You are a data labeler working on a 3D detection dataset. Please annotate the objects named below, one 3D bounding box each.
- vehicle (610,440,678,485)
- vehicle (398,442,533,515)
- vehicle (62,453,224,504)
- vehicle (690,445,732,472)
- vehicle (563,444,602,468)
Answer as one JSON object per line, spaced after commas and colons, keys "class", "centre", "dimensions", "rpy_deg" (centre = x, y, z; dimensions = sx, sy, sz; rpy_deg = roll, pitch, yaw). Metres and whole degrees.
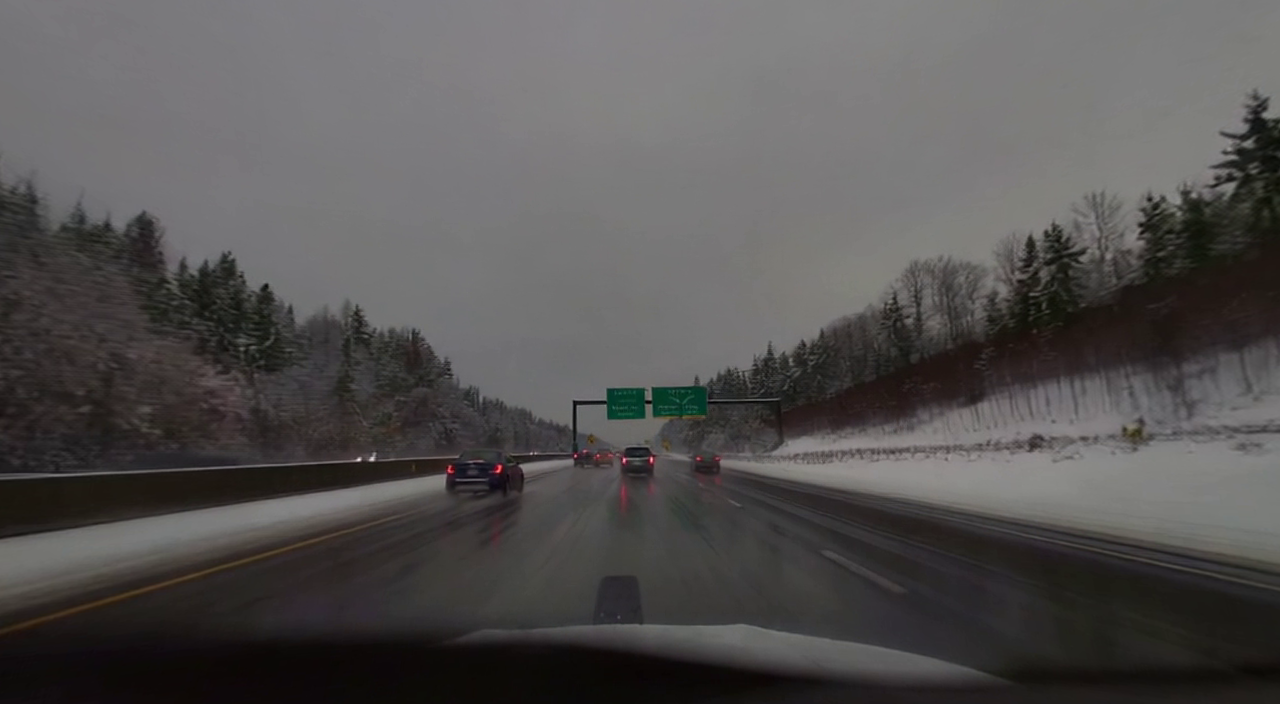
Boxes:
{"class": "vehicle", "centre": [0.146, 4.584, 26.289], "dimensions": [2.634, 1.679, 4.070], "rpy_deg": [0, -9, -1]}
{"class": "vehicle", "centre": [-3.943, 2.932, 14.977], "dimensions": [2.017, 1.469, 4.113], "rpy_deg": [0, -9, 0]}
{"class": "vehicle", "centre": [-17.966, 4.555, 23.044], "dimensions": [2.003, 1.593, 4.777], "rpy_deg": [0, -9, 0]}
{"class": "vehicle", "centre": [4.314, 6.579, 38.825], "dimensions": [2.035, 1.571, 4.413], "rpy_deg": [0, -9, 0]}
{"class": "vehicle", "centre": [-4.260, 7.834, 47.287], "dimensions": [2.545, 1.679, 4.267], "rpy_deg": [0, -9, 0]}
